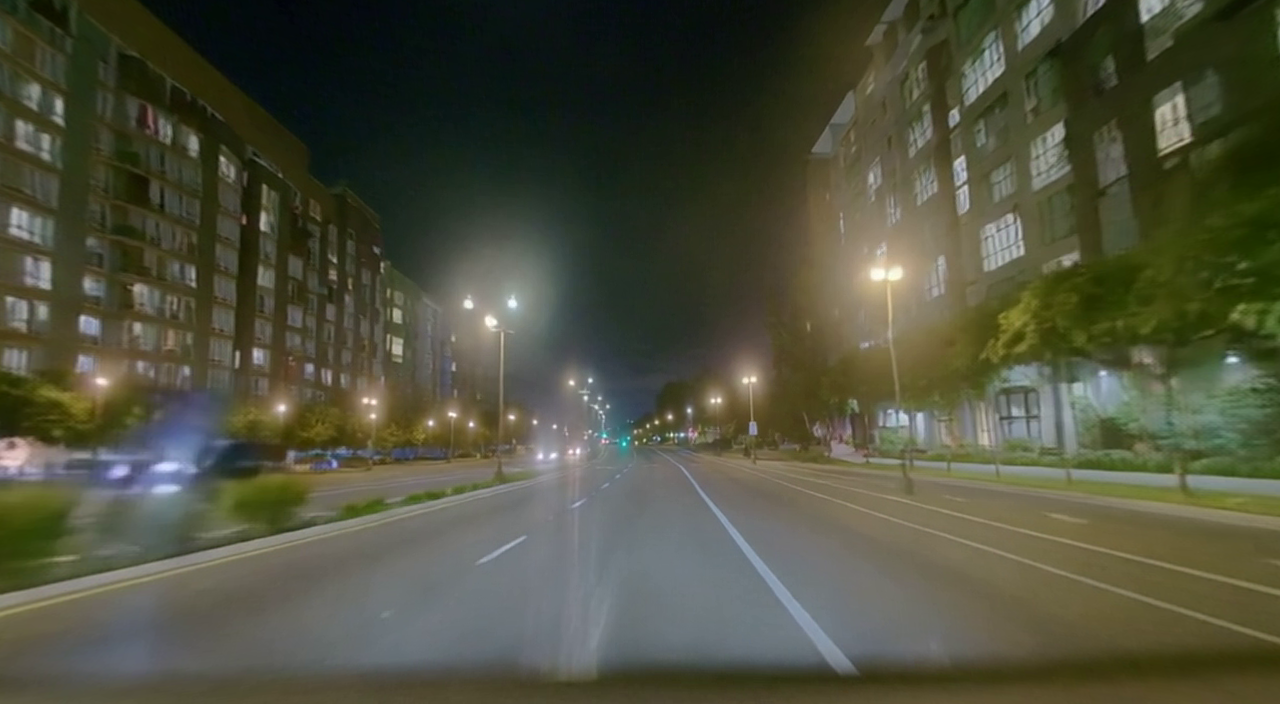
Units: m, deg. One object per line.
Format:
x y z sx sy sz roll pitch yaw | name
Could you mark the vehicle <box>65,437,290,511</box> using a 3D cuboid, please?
-14.008 3.702 19.780 2.237 1.957 5.836 -1 -9 5 | vehicle
